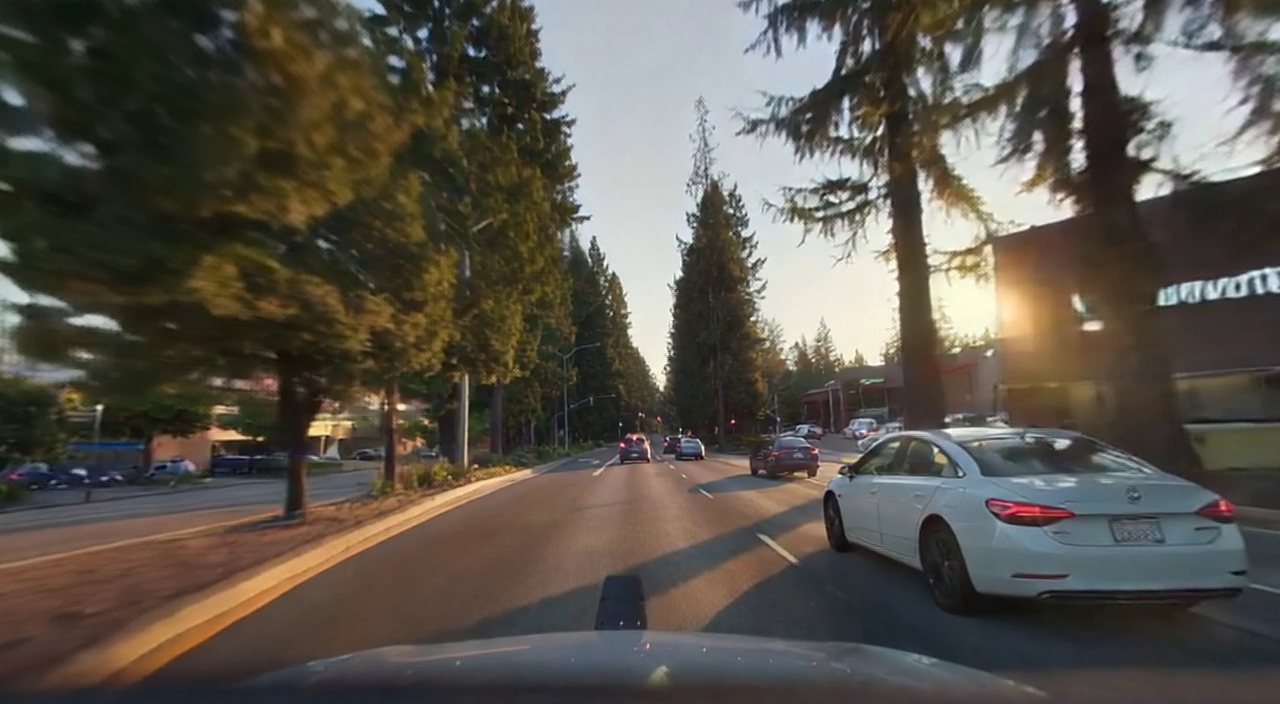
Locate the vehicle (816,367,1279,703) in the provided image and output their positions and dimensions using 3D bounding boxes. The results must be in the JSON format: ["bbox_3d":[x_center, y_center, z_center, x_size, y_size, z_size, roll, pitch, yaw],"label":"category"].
[{"bbox_3d":[3.238,1.226,5.369,2.153,1.658,4.485,0,-8,0],"label":"vehicle"}]

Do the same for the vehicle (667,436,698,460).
[{"bbox_3d":[3.172,7.335,48.266,2.000,1.745,4.206,0,-8,-1],"label":"vehicle"}]

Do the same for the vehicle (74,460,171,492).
[{"bbox_3d":[-30.294,7.259,37.057,4.058,1.535,1.826,-2,-8,-2],"label":"vehicle"}]

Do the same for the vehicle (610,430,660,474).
[{"bbox_3d":[-0.222,4.538,28.789,2.106,1.798,4.168,0,-8,0],"label":"vehicle"}]

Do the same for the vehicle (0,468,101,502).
[{"bbox_3d":[-29.979,6.564,31.246,4.689,1.535,2.042,0,-8,-1],"label":"vehicle"}]

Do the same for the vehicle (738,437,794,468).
[{"bbox_3d":[6.337,5.132,32.264,1.883,1.452,4.258,0,-8,-1],"label":"vehicle"}]
